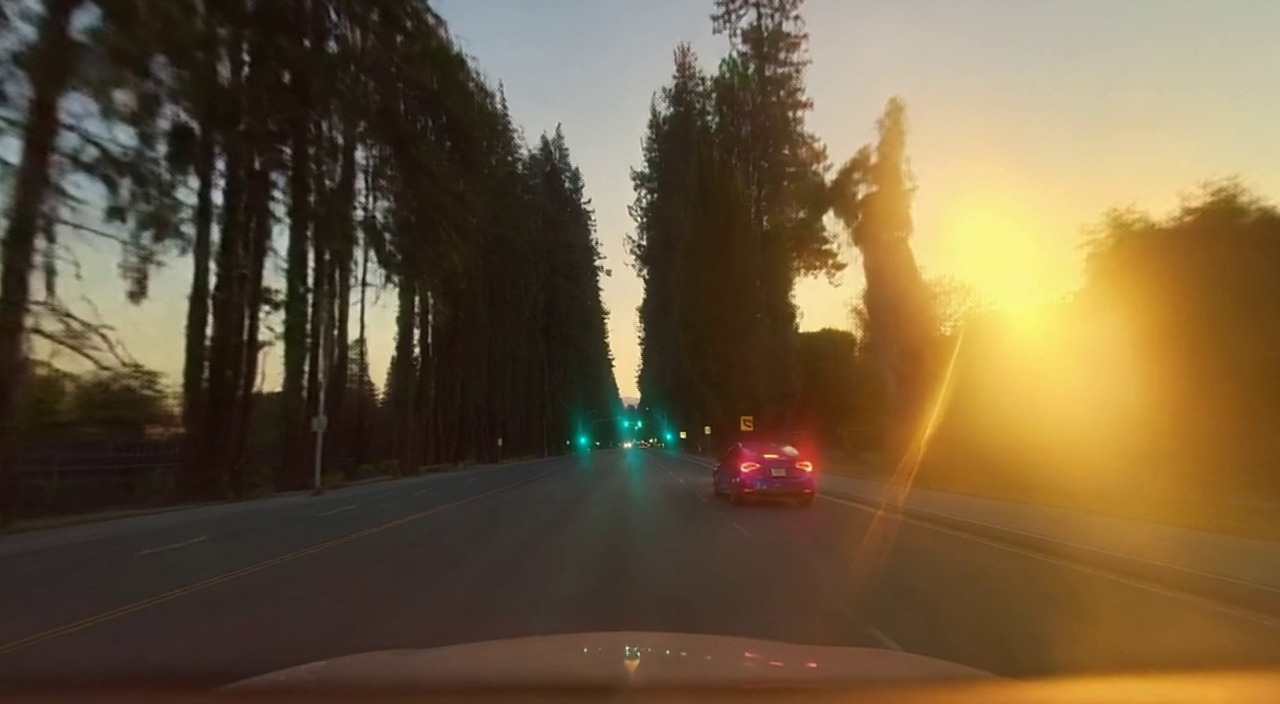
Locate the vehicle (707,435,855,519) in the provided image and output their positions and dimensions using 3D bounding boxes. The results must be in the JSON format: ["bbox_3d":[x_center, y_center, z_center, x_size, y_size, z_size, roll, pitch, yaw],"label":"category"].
[{"bbox_3d":[2.733,2.555,13.477,2.042,1.469,4.470,0,-8,-1],"label":"vehicle"}]
